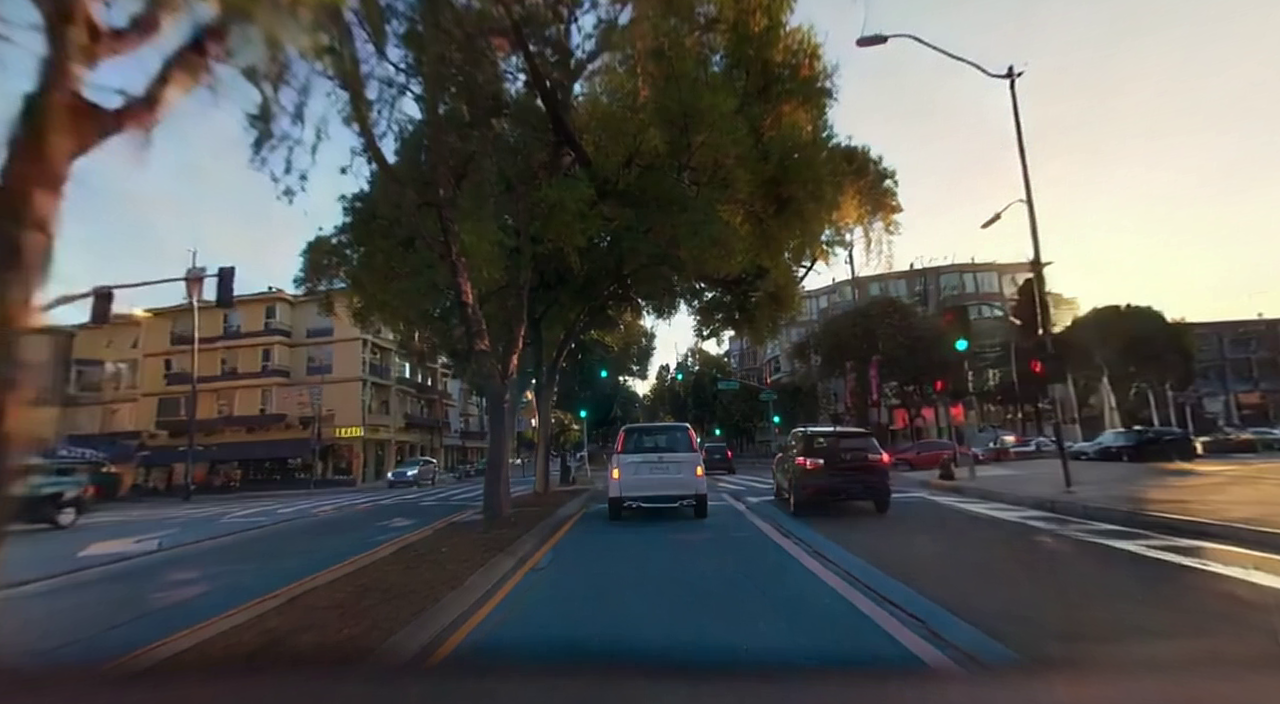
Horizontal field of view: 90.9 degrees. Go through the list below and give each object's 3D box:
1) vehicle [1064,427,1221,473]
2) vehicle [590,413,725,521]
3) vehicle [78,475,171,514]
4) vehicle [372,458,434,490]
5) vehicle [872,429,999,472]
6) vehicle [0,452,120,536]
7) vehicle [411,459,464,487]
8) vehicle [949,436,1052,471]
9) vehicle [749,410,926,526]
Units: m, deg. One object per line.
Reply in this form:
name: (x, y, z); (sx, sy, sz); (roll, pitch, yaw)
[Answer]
vehicle: (18.997, 3.735, 24.004); (4.248, 1.642, 1.961); (0, -9, 0)
vehicle: (0.304, 2.190, 12.439); (2.209, 1.748, 4.130); (0, -9, 1)
vehicle: (-27.520, 7.600, 33.725); (3.416, 1.466, 1.840); (-6, -6, -1)
vehicle: (-17.090, 8.806, 45.846); (2.185, 1.998, 5.820); (0, -9, 0)
vehicle: (14.355, 4.829, 30.952); (5.156, 2.005, 2.122); (-1, -9, 7)
vehicle: (-17.624, 3.744, 16.661); (2.267, 2.097, 6.350); (0, -9, 1)
vehicle: (-13.263, 7.961, 41.627); (2.035, 1.619, 4.327); (0, -9, 1)
vehicle: (18.987, 5.350, 33.369); (4.279, 1.772, 1.851); (0, -9, 0)
vehicle: (3.364, 2.071, 11.685); (1.939, 1.746, 4.091); (0, -9, 0)
